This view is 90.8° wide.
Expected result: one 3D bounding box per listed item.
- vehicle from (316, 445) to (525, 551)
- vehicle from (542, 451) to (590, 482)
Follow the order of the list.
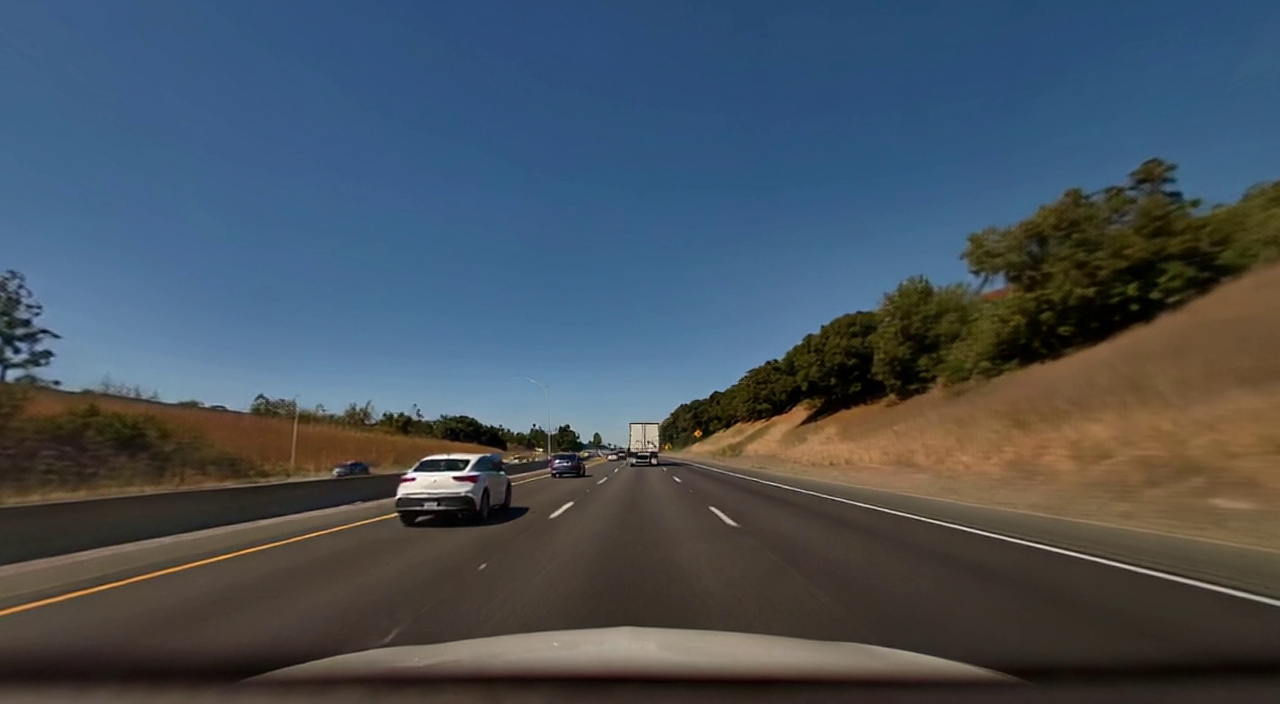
[{"bbox_3d":[-3.594,2.471,11.490,2.053,1.489,4.740,0,-9,1],"label":"vehicle"},{"bbox_3d":[-3.922,6.153,34.080,2.051,1.537,4.111,0,-9,0],"label":"vehicle"}]
